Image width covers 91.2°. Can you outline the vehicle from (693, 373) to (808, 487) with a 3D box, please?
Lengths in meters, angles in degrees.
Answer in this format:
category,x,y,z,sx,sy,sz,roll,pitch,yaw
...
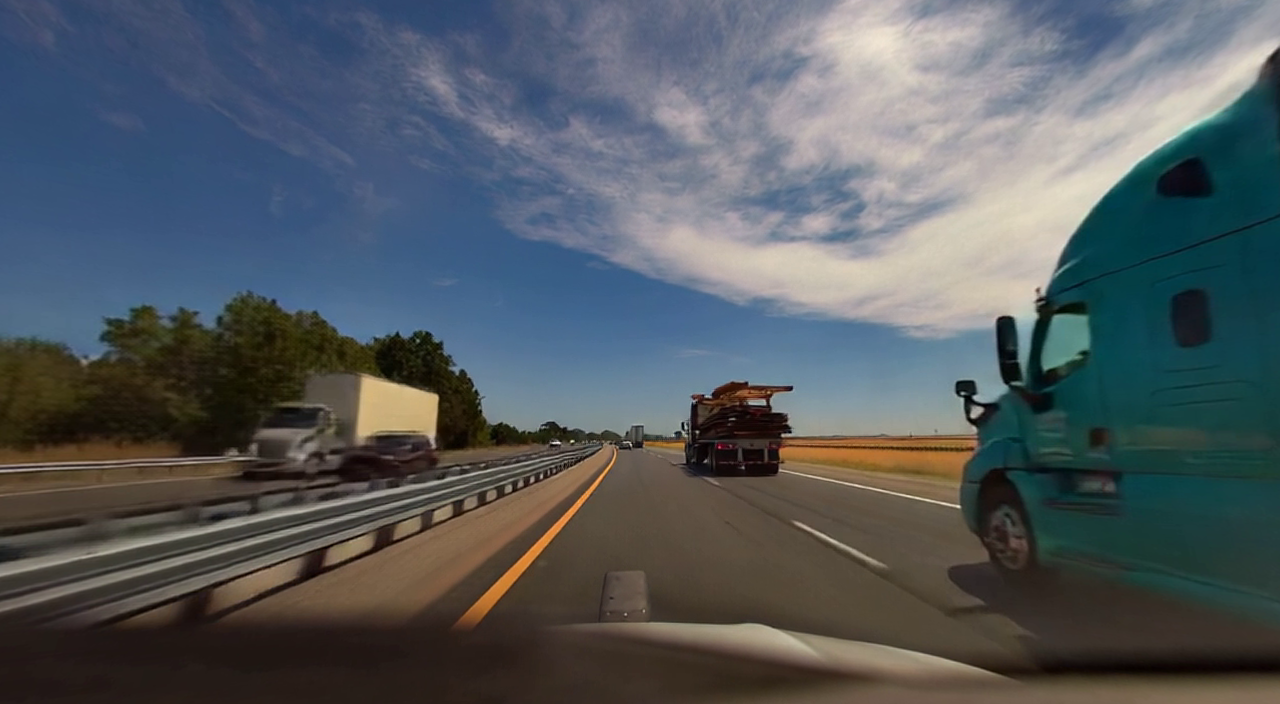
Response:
category,x,y,z,sx,sy,sz,roll,pitch,yaw
vehicle,4.638,3.894,30.874,3.023,4.054,16.882,0,-8,1

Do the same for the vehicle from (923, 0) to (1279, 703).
category,x,y,z,sx,sy,sz,roll,pitch,yaw
vehicle,4.759,-0.080,3.780,3.062,3.891,6.234,0,-8,0
